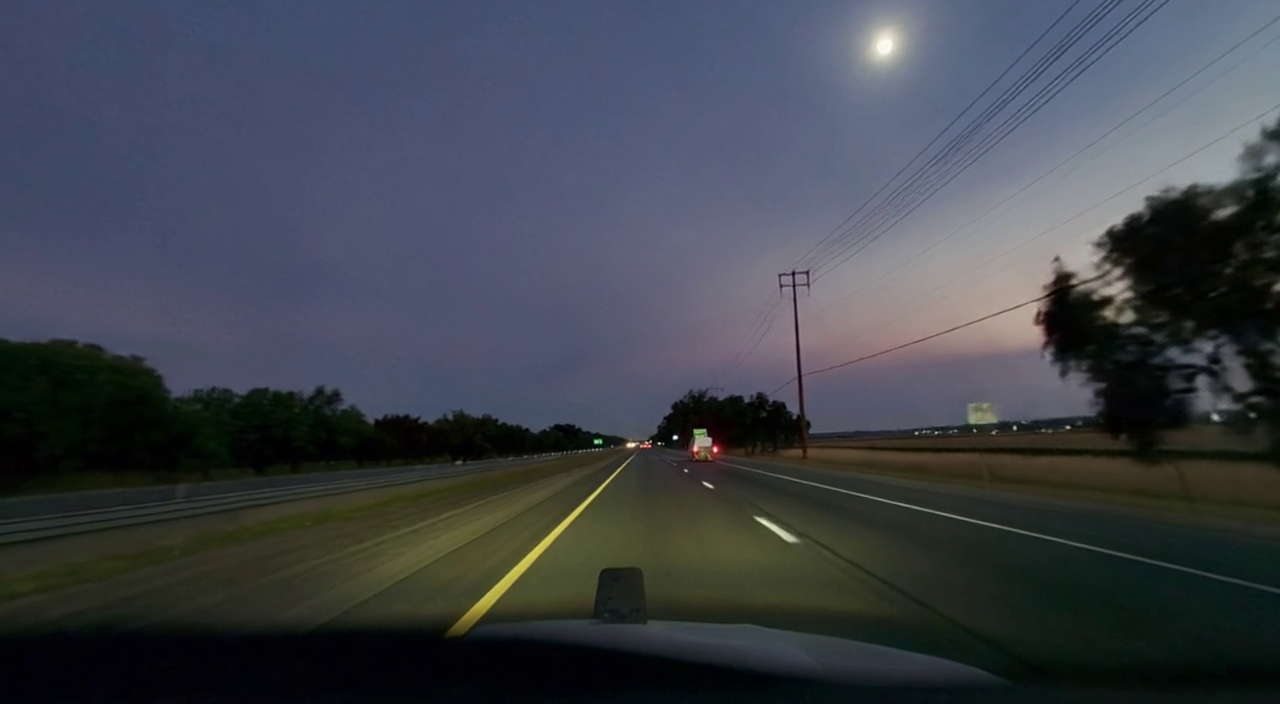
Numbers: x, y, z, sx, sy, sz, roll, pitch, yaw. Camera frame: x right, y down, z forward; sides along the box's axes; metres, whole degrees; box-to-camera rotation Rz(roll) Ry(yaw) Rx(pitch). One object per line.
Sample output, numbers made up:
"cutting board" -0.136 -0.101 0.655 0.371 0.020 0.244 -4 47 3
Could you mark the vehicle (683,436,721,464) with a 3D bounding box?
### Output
"vehicle" 4.444 7.145 45.869 2.228 1.852 5.449 0 -8 -1
